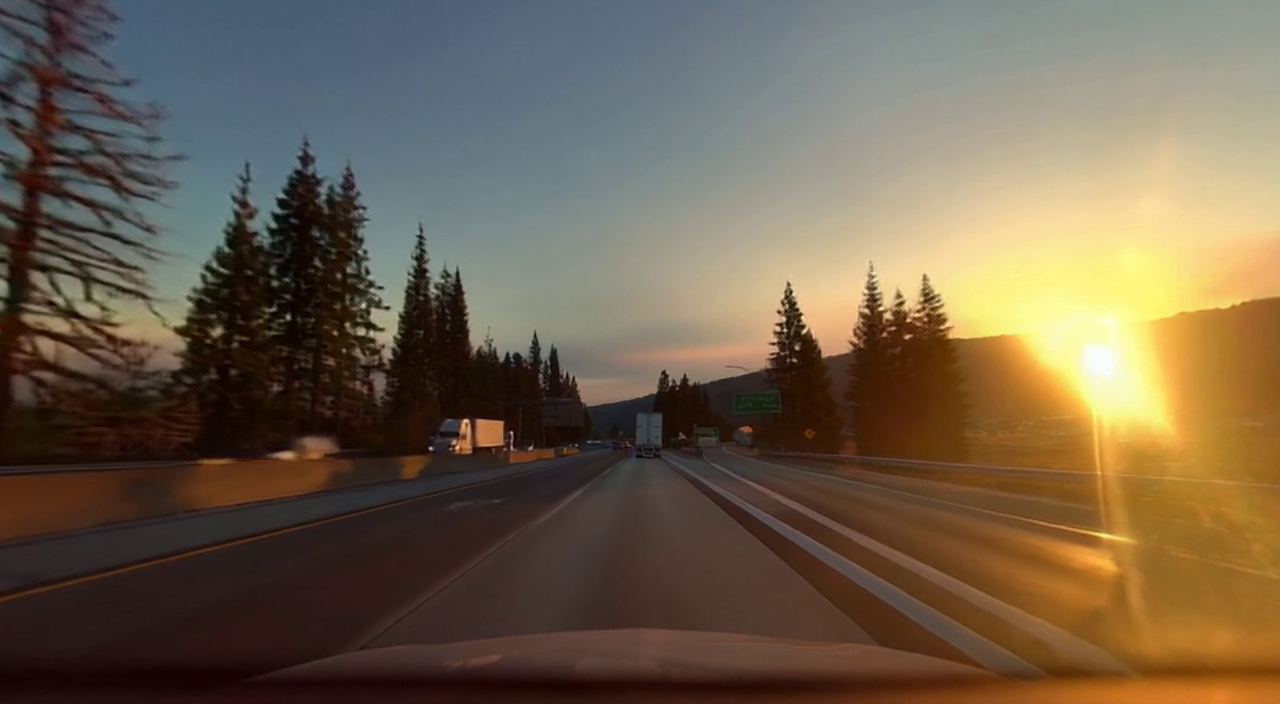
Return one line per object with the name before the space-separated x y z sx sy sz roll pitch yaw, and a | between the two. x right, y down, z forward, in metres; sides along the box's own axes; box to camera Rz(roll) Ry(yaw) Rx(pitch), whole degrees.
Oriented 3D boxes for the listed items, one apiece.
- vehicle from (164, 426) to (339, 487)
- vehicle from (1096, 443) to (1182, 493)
vehicle | -13.068 3.576 21.891 2.386 1.811 5.807 0 -8 0
vehicle | 25.149 5.741 31.735 4.629 2.287 2.607 8 -12 -44
